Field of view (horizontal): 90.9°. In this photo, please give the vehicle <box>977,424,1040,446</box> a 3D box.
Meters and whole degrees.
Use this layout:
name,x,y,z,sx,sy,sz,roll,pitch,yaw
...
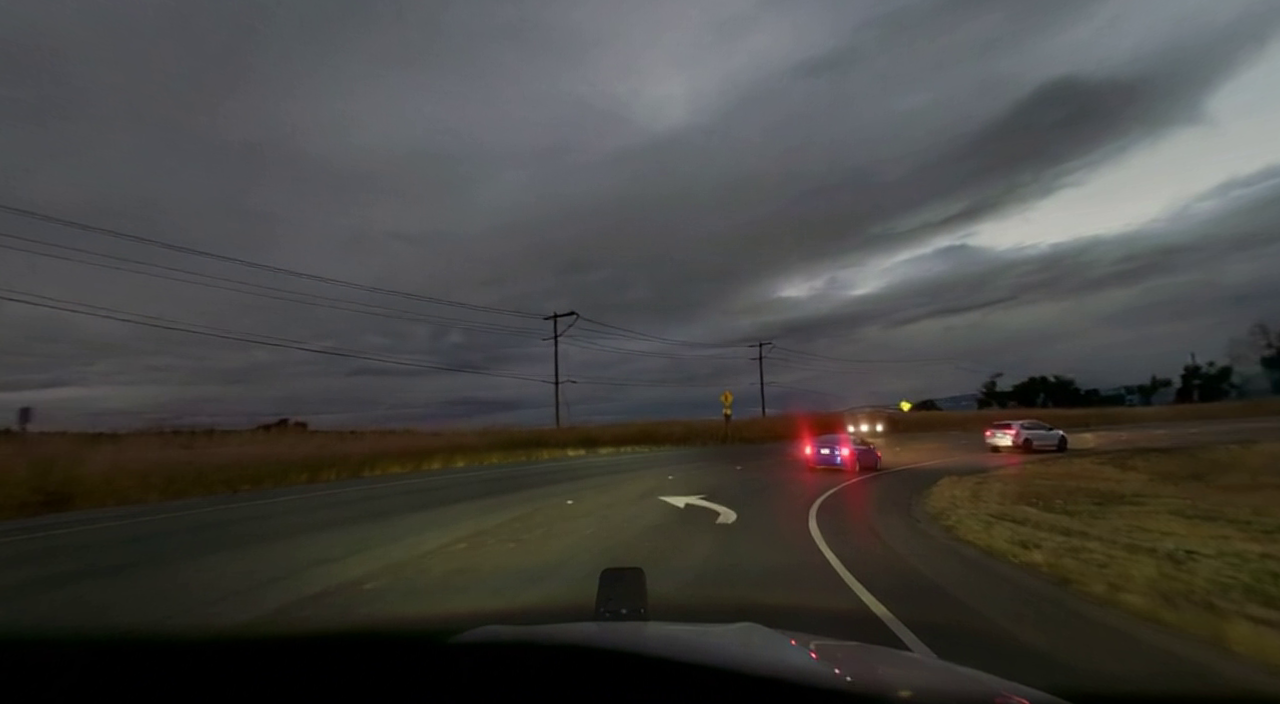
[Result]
name,x,y,z,sx,sy,sz,roll,pitch,yaw
vehicle,25.706,5.835,43.985,4.307,1.465,1.836,5,-10,-30

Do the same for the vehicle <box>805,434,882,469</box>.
name,x,y,z,sx,sy,sz,roll,pitch,yaw
vehicle,9.023,4.351,27.736,2.026,1.407,4.374,-6,-10,33
